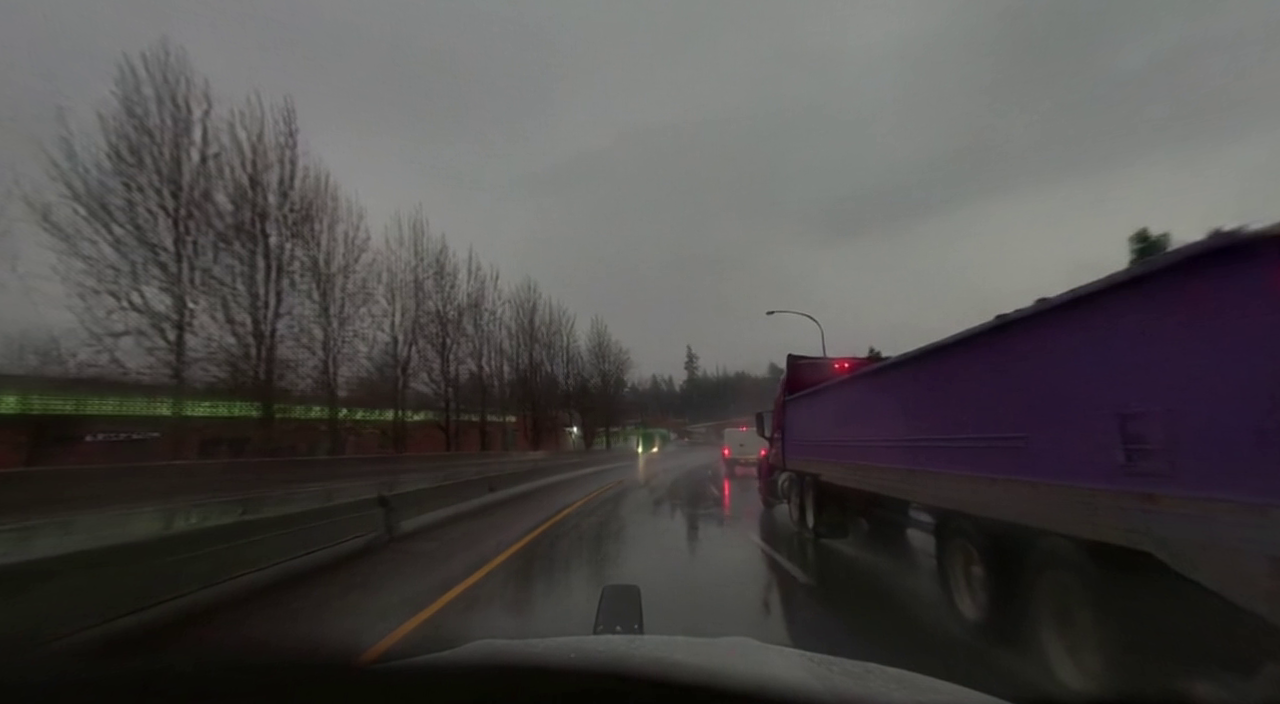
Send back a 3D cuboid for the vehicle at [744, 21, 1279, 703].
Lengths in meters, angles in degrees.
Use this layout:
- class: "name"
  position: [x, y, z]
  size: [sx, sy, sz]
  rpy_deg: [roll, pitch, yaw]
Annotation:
- class: "vehicle"
  position: [4.081, 1.324, 9.734]
  size: [2.916, 3.563, 14.462]
  rpy_deg: [0, -9, 2]
